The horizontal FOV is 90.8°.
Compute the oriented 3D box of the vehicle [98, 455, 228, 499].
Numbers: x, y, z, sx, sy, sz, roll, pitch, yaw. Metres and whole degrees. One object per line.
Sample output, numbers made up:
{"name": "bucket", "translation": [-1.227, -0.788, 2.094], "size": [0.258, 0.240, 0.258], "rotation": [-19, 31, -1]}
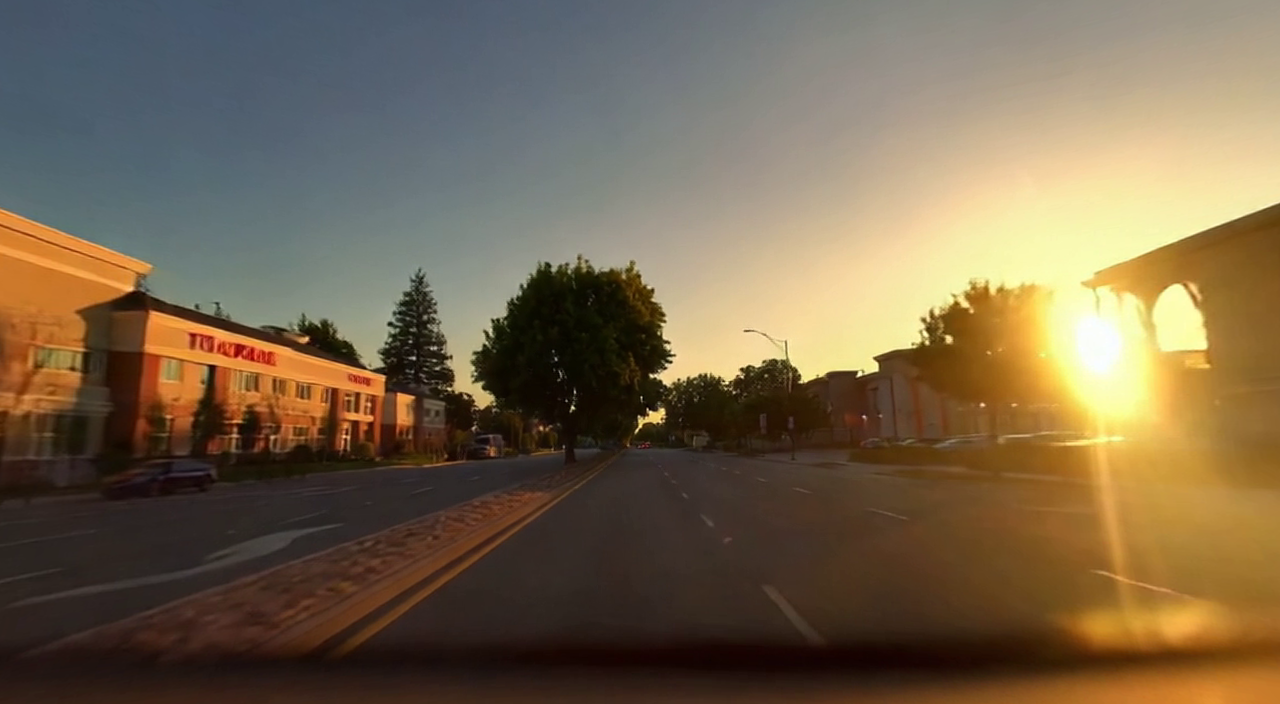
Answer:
{"name": "vehicle", "translation": [-19.260, 5.040, 25.811], "size": [2.018, 1.476, 4.310], "rotation": [-2, -8, -1]}
